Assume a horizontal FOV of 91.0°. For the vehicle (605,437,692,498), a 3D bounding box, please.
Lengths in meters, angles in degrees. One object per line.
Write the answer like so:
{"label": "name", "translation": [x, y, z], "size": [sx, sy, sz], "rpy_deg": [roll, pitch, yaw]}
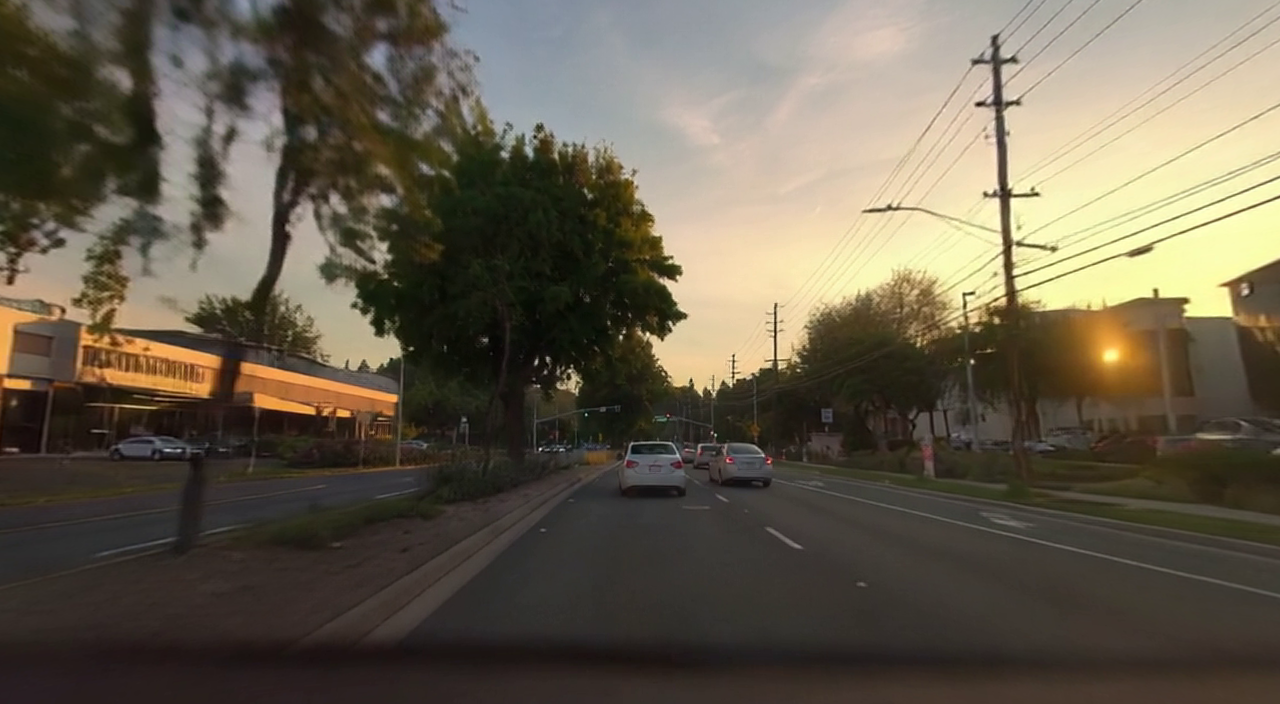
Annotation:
{"label": "vehicle", "translation": [0.166, 3.147, 17.573], "size": [2.144, 1.473, 4.028], "rpy_deg": [1, -8, -2]}

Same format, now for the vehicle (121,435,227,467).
{"label": "vehicle", "translation": [-28.685, 6.126, 38.966], "size": [4.687, 1.894, 2.149], "rpy_deg": [3, -9, -17]}

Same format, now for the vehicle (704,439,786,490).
{"label": "vehicle", "translation": [3.317, 3.647, 20.751], "size": [1.985, 1.489, 4.036], "rpy_deg": [0, -8, -1]}
